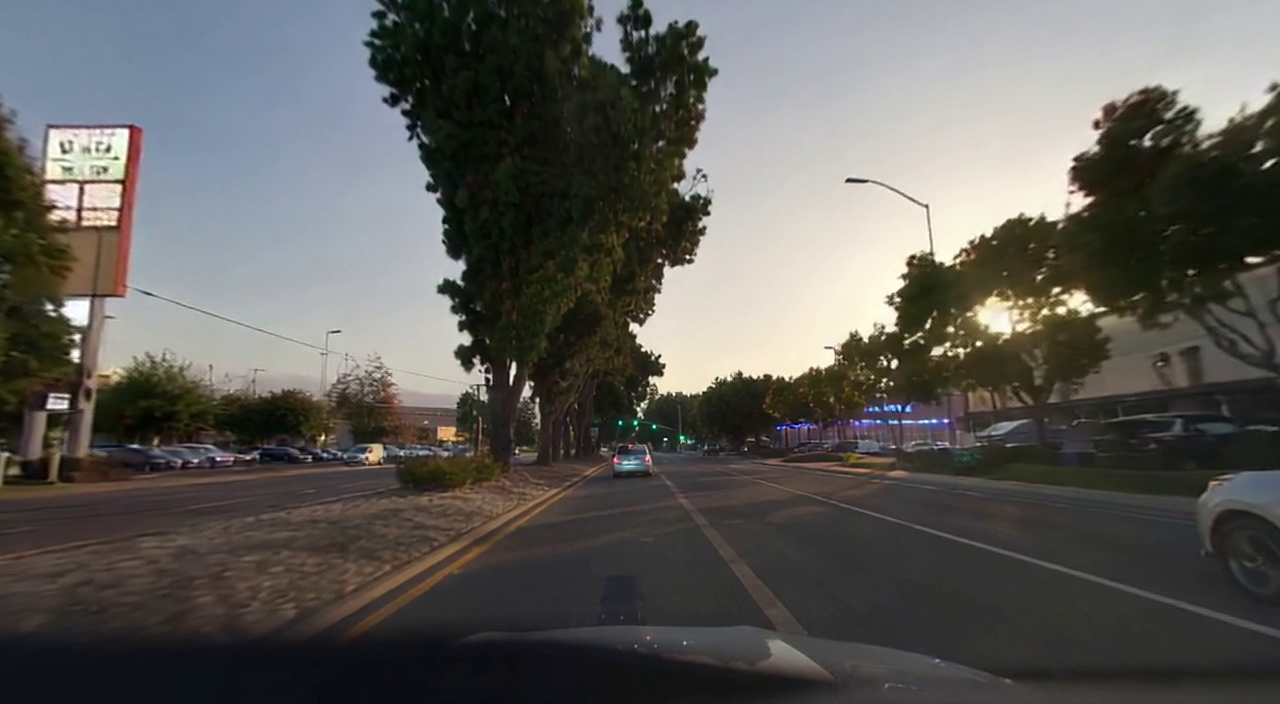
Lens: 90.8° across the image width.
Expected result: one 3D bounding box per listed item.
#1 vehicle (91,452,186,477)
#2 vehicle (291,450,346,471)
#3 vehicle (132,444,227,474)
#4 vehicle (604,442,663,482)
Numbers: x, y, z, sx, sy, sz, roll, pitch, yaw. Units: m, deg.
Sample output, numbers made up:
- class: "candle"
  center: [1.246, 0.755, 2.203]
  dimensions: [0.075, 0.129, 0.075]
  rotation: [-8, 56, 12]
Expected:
- class: "vehicle"
  center: [-33.073, 7.374, 41.758]
  dimensions: [4.686, 1.478, 1.801]
  rotation: [7, -11, -41]
- class: "vehicle"
  center: [-24.271, 8.164, 47.911]
  dimensions: [1.915, 1.460, 4.717]
  rotation: [0, -8, -3]
- class: "vehicle"
  center: [-33.130, 7.633, 45.537]
  dimensions: [5.124, 2.003, 2.233]
  rotation: [7, -11, -41]
- class: "vehicle"
  center: [-0.273, 4.379, 25.509]
  dimensions: [2.185, 1.473, 3.925]
  rotation: [0, -8, -1]
